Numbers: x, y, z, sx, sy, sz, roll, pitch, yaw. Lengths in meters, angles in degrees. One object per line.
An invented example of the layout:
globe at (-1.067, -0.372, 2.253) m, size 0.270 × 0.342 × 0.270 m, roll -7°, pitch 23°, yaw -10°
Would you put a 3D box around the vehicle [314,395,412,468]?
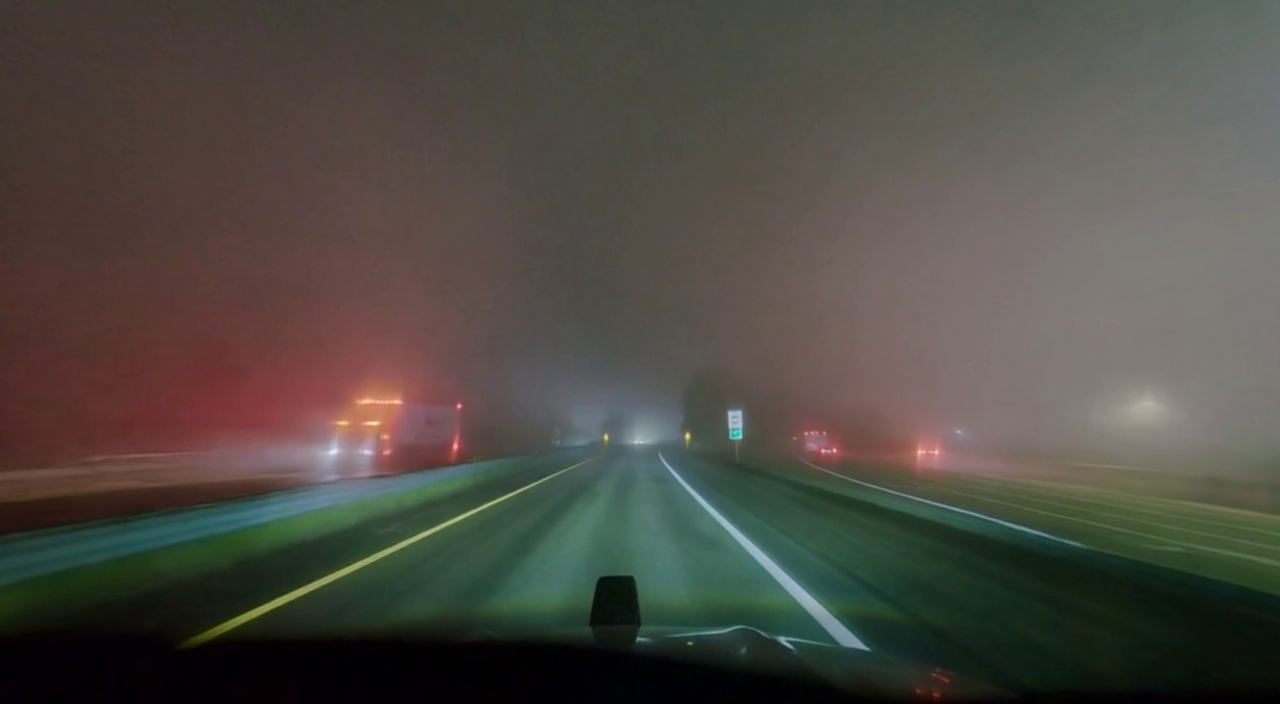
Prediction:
vehicle at (-17.414, 5.088, 40.070) m, size 3.017 × 4.196 × 6.536 m, roll 0°, pitch -8°, yaw 1°
